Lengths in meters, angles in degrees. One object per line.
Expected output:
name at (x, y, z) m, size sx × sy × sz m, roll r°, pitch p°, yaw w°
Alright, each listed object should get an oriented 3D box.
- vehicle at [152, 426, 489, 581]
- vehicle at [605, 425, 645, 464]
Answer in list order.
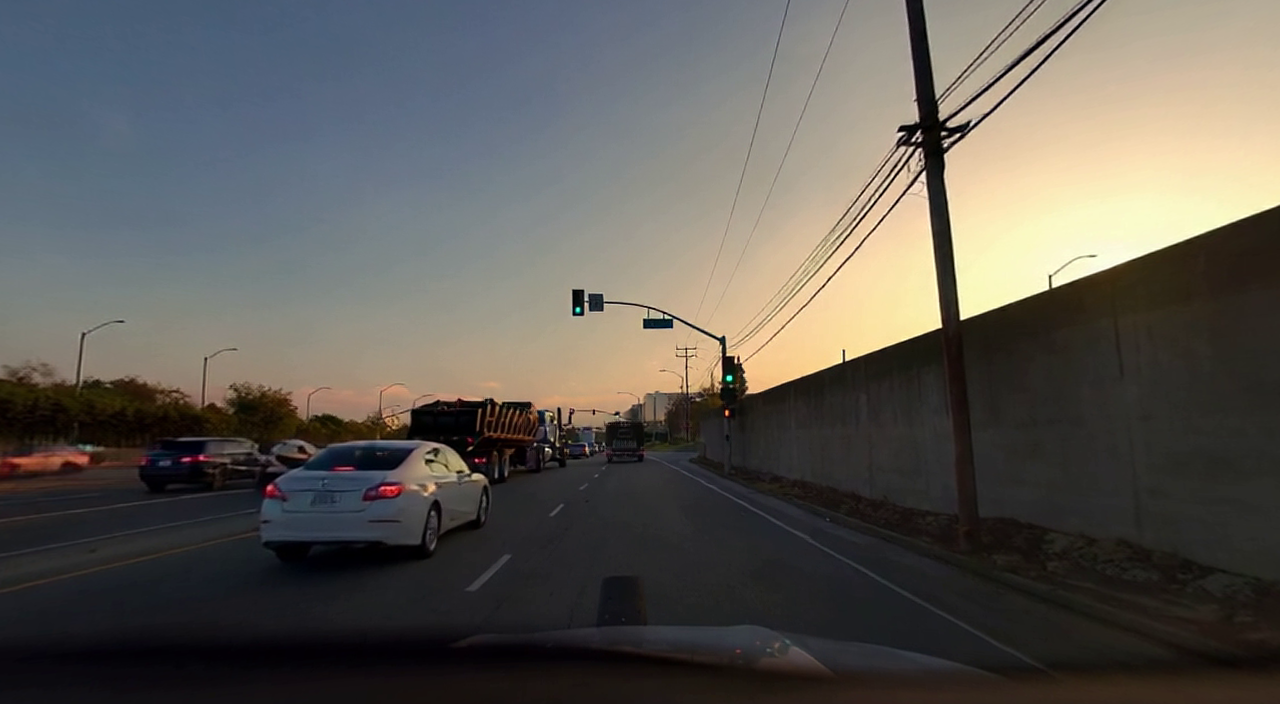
vehicle at (-3.705, 1.839, 8.656) m, size 2.019 × 1.480 × 4.966 m, roll 0°, pitch -8°, yaw 0°
vehicle at (-0.963, 5.832, 39.813) m, size 2.355 × 2.305 × 5.336 m, roll 0°, pitch -8°, yaw -1°
